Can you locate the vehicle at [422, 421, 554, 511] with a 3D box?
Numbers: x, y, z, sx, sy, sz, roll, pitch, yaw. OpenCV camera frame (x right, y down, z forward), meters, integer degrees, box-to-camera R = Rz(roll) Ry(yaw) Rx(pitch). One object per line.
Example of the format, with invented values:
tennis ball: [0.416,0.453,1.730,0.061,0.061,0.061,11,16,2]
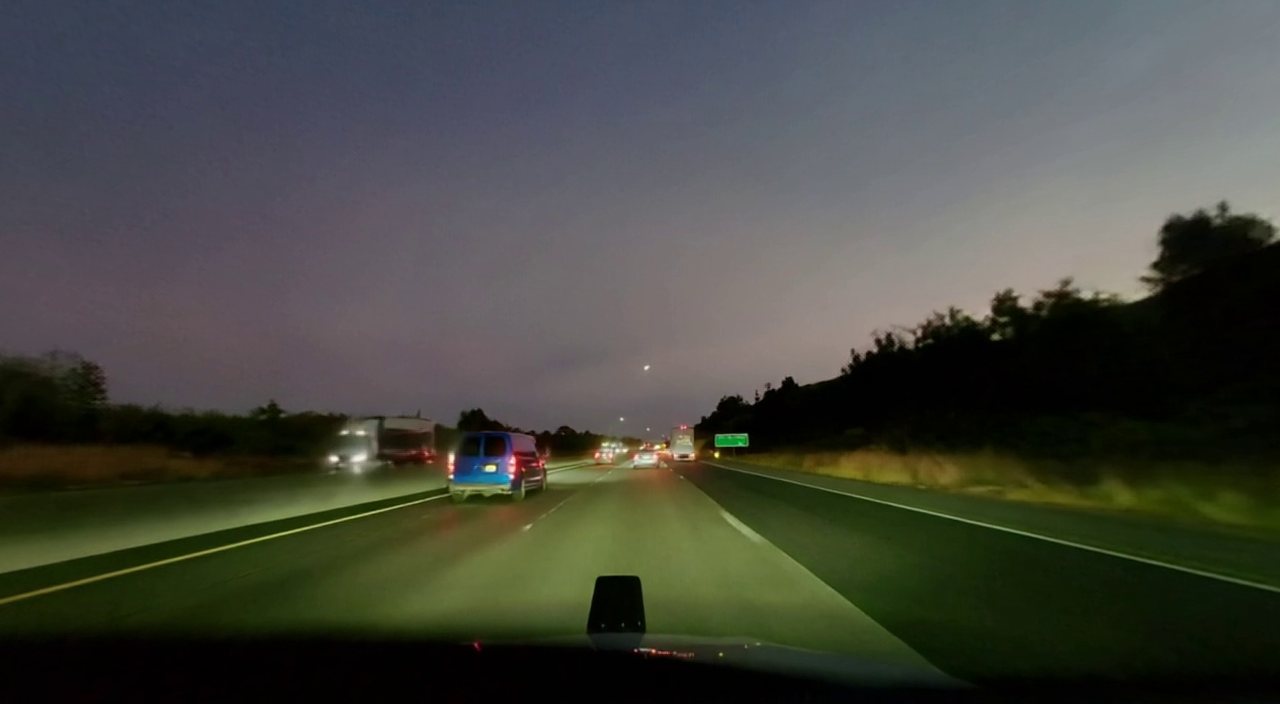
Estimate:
vehicle: [-3.763,2.943,16.708,2.167,1.991,5.062,0,-9,1]

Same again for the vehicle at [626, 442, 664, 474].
vehicle: [0.308,6.410,38.265,2.209,1.825,4.036,0,-9,1]

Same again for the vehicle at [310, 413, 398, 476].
vehicle: [-19.429,6.356,43.270,2.987,3.970,5.945,-1,-9,2]
